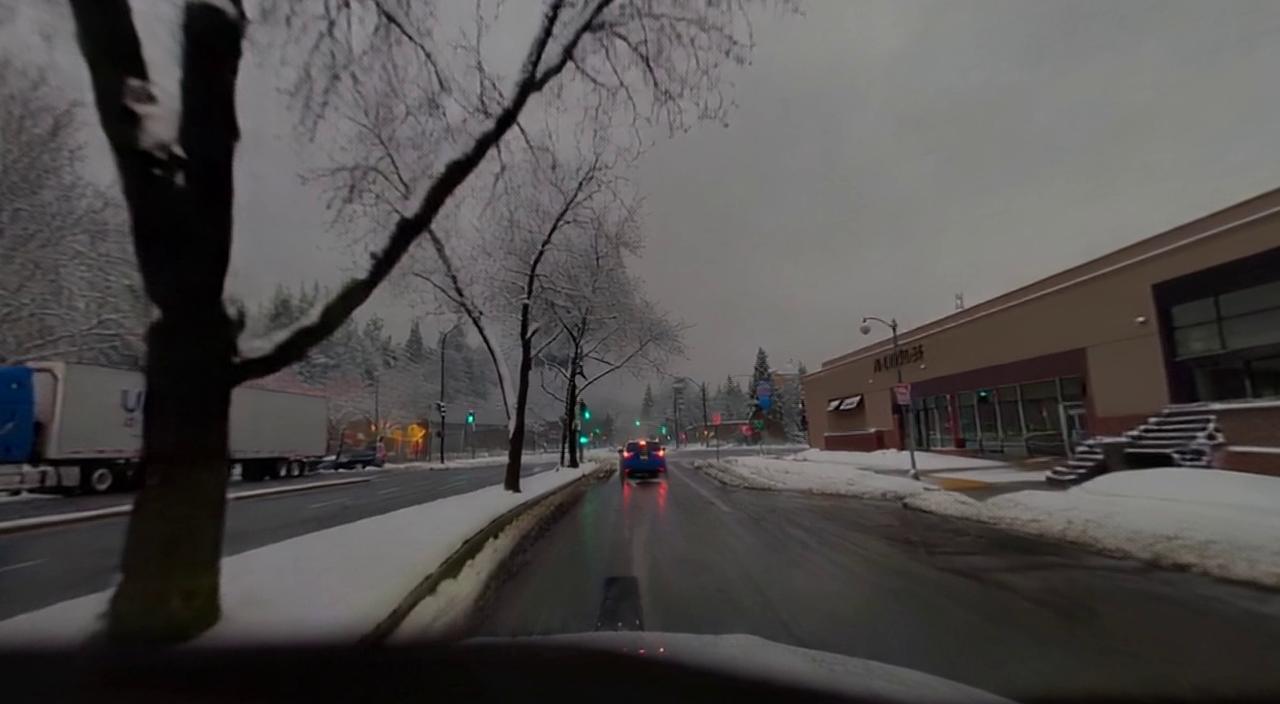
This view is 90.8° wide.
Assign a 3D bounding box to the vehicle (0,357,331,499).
[{"bbox_3d":[-17.596,3.024,23.808,2.792,4.025,11.784,-3,-9,20],"label":"vehicle"}]

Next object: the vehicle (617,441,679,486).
[{"bbox_3d":[0.336,3.937,22.660,2.006,1.470,3.799,0,-8,2],"label":"vehicle"}]

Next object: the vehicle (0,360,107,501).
[{"bbox_3d":[-19.784,2.220,17.890,3.045,3.961,6.104,-3,-9,19],"label":"vehicle"}]
